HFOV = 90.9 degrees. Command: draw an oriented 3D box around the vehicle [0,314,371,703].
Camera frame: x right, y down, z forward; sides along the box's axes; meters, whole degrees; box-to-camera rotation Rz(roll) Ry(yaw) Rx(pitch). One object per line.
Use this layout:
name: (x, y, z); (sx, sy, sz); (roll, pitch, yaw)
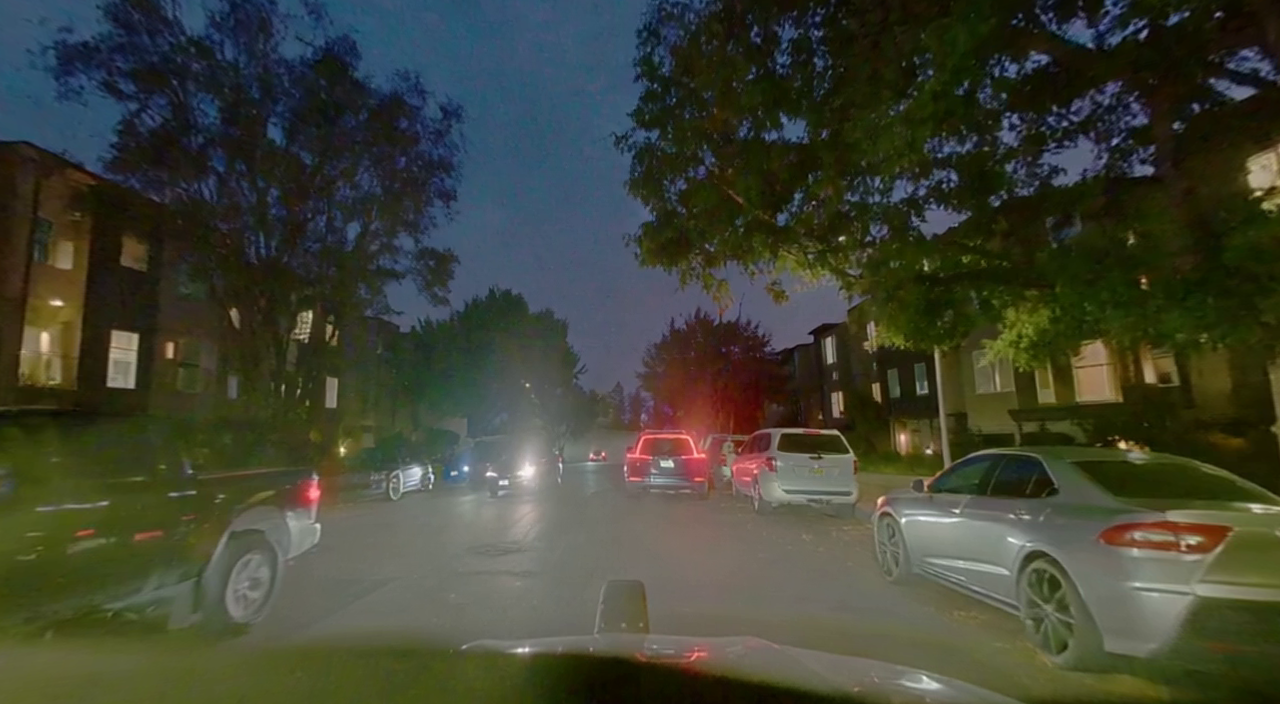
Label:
vehicle: (-3.991, 0.932, 3.332); (2.548, 1.953, 5.946); (0, -9, 0)

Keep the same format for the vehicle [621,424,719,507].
vehicle: (0.603, 2.783, 15.929); (2.055, 1.717, 5.172); (0, -9, 0)

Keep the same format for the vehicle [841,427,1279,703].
vehicle: (3.394, 1.382, 5.128); (1.881, 1.403, 4.214); (0, -9, -4)

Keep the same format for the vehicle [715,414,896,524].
vehicle: (3.057, 2.333, 13.109); (2.082, 1.799, 5.207); (0, -9, -3)

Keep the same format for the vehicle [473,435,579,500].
vehicle: (-3.230, 3.391, 18.845); (2.018, 1.691, 3.995); (-1, -9, 7)

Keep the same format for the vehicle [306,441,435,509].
vehicle: (-7.908, 3.607, 19.072); (2.002, 1.774, 4.568); (0, -9, -2)
